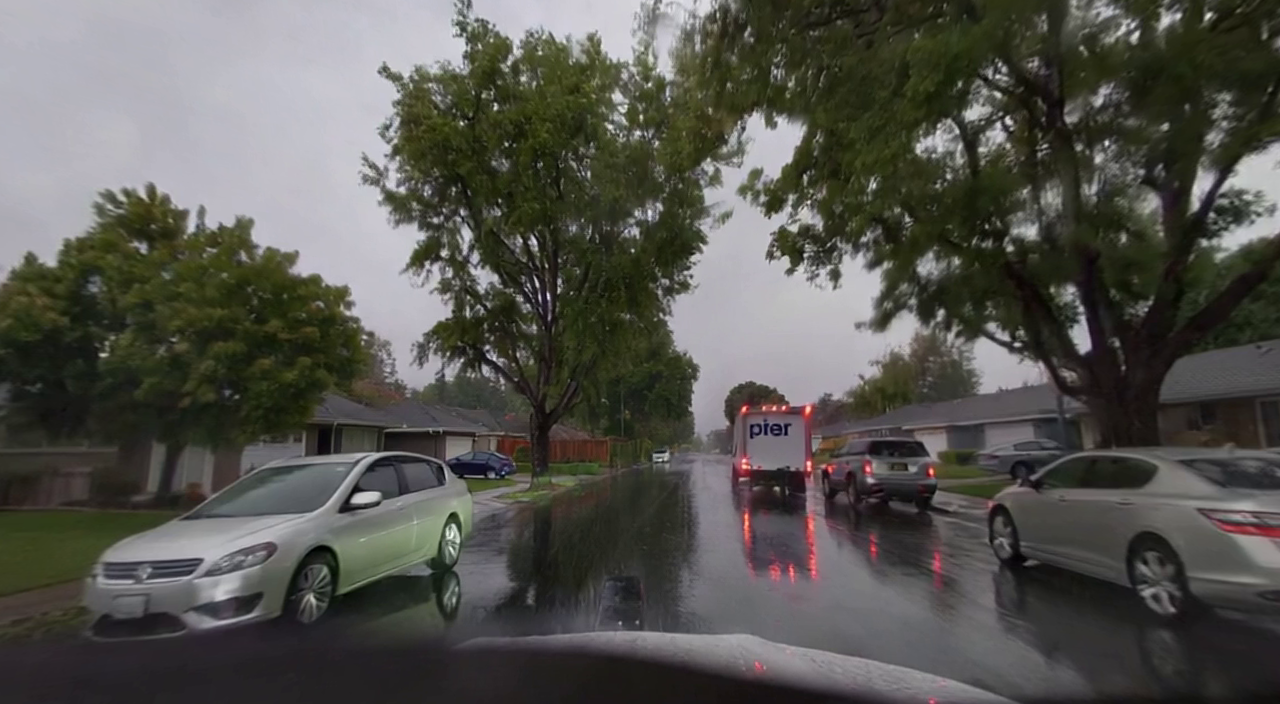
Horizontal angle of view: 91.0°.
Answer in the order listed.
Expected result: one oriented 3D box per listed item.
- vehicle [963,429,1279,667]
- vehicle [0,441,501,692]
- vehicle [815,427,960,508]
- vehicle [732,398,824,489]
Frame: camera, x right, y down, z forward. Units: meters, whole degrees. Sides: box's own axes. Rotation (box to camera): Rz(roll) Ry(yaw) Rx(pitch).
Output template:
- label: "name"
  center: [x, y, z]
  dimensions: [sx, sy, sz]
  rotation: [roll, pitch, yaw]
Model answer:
- label: "vehicle"
  center: [5.251, 1.583, 6.258]
  dimensions: [1.943, 1.511, 4.582]
  rotation: [-1, -8, 5]
- label: "vehicle"
  center: [-3.262, 1.723, 6.495]
  dimensions: [1.938, 1.402, 5.095]
  rotation: [2, -9, 7]
- label: "vehicle"
  center: [6.533, 3.082, 17.268]
  dimensions: [2.410, 1.902, 4.277]
  rotation: [-1, -8, 4]
- label: "vehicle"
  center: [5.177, 3.630, 24.922]
  dimensions: [2.924, 3.018, 7.600]
  rotation: [-1, -9, 8]
